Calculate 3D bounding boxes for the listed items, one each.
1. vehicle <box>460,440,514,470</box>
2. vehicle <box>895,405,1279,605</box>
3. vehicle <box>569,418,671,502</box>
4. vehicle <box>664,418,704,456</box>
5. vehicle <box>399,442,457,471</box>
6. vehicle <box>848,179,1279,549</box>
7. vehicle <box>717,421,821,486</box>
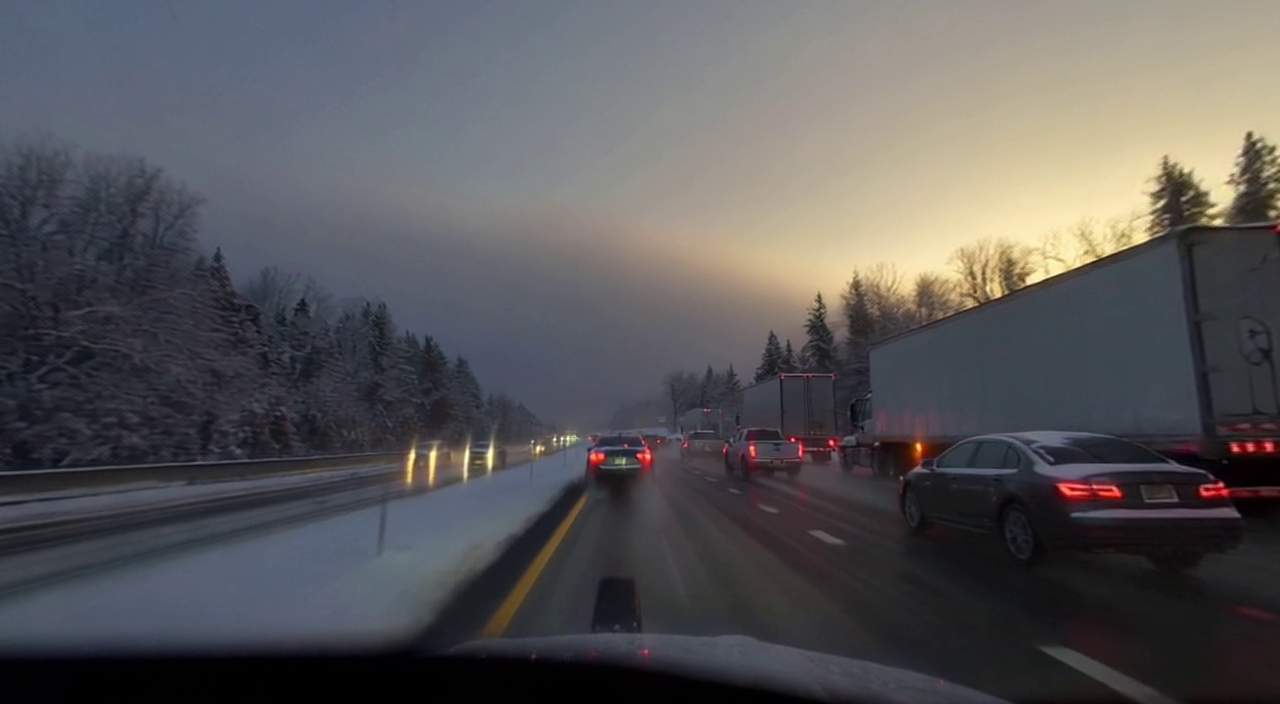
[{"bbox_3d":[-8.333,5.634,34.594,1.921,1.533,4.091,0,-8,0],"label":"vehicle"},{"bbox_3d":[4.724,1.447,6.914,2.040,1.523,4.068,0,-8,-1],"label":"vehicle"},{"bbox_3d":[-0.445,2.507,15.110,2.087,1.709,4.455,0,-8,-1],"label":"vehicle"},{"bbox_3d":[3.156,6.273,46.378,2.395,2.656,6.037,0,-8,-1],"label":"vehicle"},{"bbox_3d":[-12.415,6.129,37.090,1.962,1.575,4.204,0,-8,0],"label":"vehicle"},{"bbox_3d":[8.398,1.018,13.550,2.867,4.066,13.802,0,-8,-1],"label":"vehicle"},{"bbox_3d":[3.676,2.974,18.758,2.147,1.707,3.963,0,-8,-2],"label":"vehicle"}]
